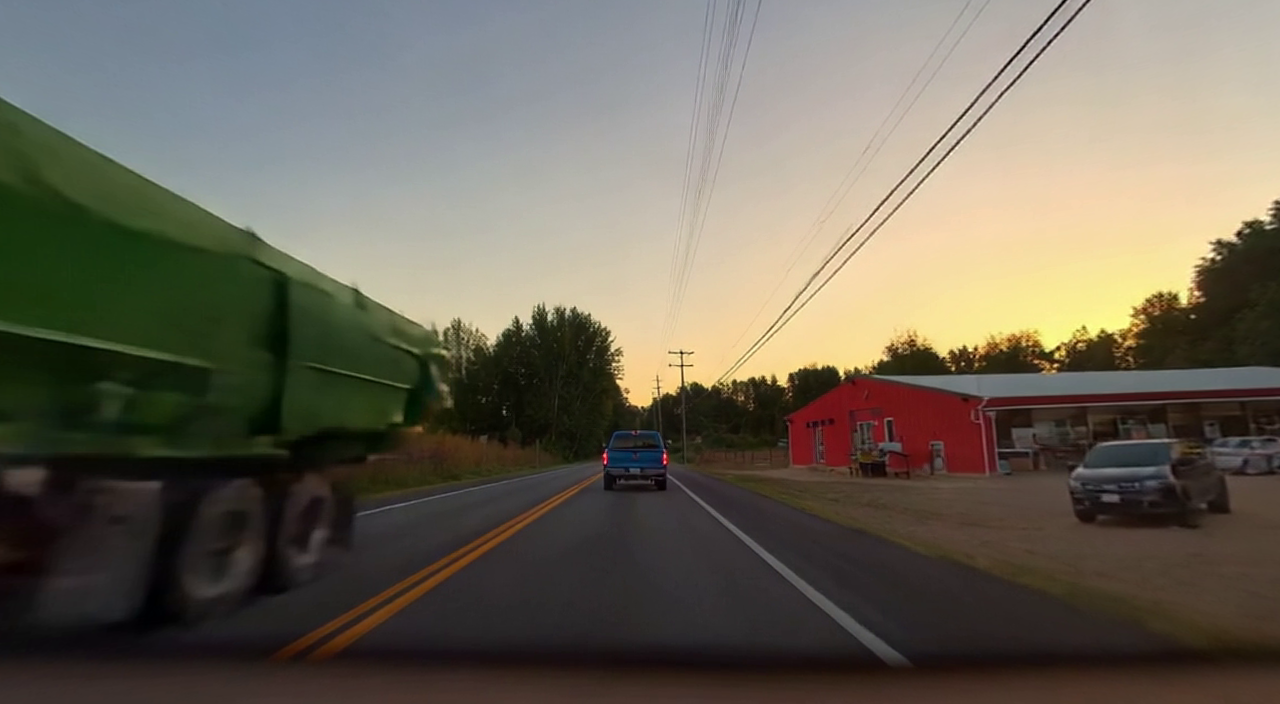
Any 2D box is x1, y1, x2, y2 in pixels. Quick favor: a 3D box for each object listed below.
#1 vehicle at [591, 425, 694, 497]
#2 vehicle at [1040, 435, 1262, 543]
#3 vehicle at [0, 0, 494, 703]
[{"bbox_3d":[0.035,3.686,21.848,2.921,2.031,7.416,0,-8,-1],"label":"vehicle"},{"bbox_3d":[10.671,2.642,13.044,5.304,1.754,2.340,7,-11,-38],"label":"vehicle"},{"bbox_3d":[-4.734,0.258,6.021,2.882,4.189,15.975,0,-8,0],"label":"vehicle"}]
